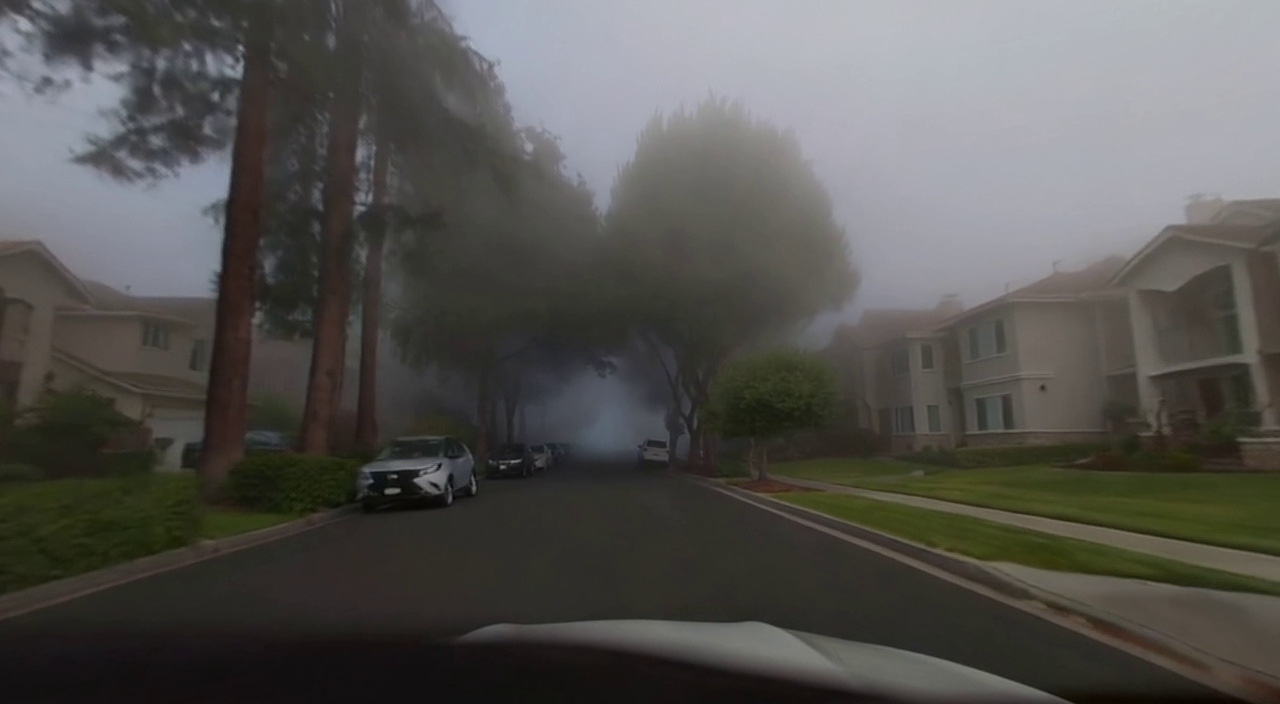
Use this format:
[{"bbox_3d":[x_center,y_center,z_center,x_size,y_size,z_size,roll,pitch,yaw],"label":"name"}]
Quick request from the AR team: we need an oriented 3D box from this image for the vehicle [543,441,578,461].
[{"bbox_3d":[-5.779,7.227,46.190,1.995,1.330,4.080,0,-8,0],"label":"vehicle"}]

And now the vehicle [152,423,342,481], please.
[{"bbox_3d":[-11.865,3.034,19.300,4.414,1.658,1.988,1,-8,-3],"label":"vehicle"}]

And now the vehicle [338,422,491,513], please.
[{"bbox_3d":[-4.756,2.524,14.107,1.974,1.664,4.539,0,-9,-3],"label":"vehicle"}]

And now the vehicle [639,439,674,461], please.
[{"bbox_3d":[1.136,7.187,46.358,2.000,1.456,5.251,1,-8,-5],"label":"vehicle"}]

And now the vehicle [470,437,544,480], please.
[{"bbox_3d":[-5.122,4.147,24.909,2.086,1.493,4.582,-1,-8,-2],"label":"vehicle"}]
